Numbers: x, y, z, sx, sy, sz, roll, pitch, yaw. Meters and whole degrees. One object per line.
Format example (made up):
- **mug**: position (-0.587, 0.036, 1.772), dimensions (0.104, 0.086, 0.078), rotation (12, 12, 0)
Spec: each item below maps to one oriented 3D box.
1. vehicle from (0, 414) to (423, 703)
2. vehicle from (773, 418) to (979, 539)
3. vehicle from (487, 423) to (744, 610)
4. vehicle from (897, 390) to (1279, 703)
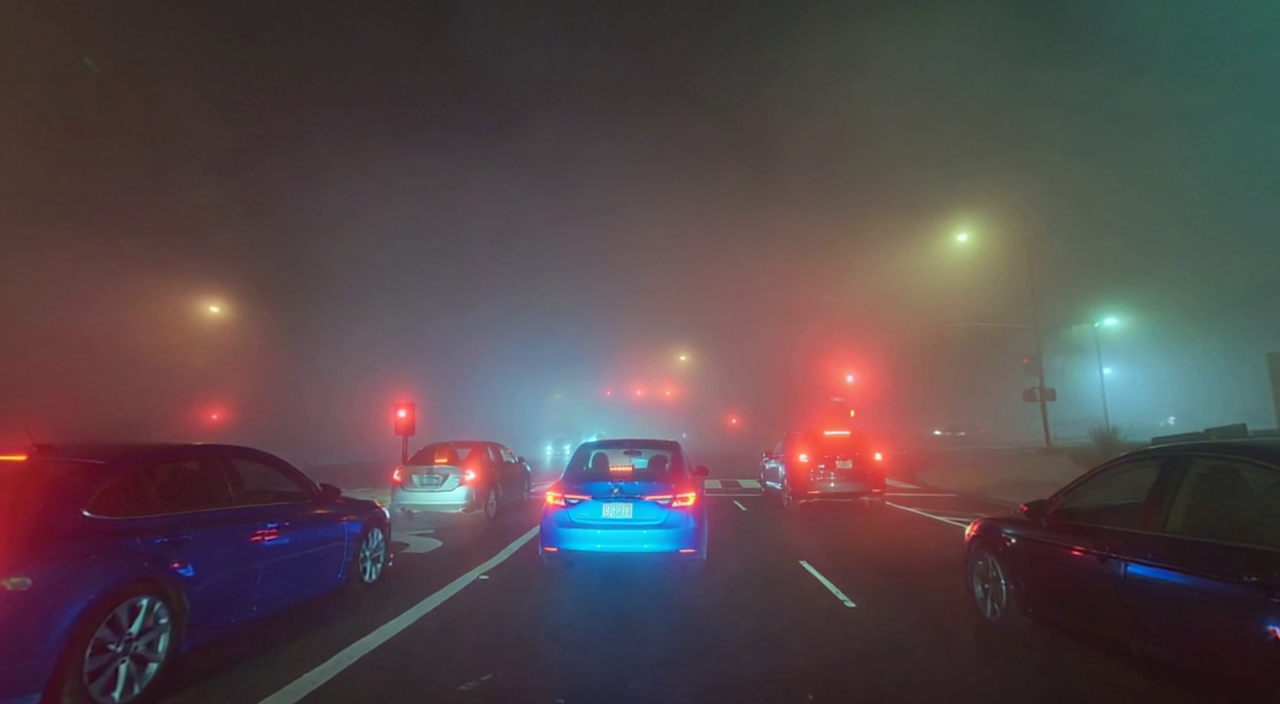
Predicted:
- **vehicle**: position (-3.410, 1.300, 4.726), dimensions (1.980, 1.454, 4.226), rotation (0, -8, 1)
- **vehicle**: position (3.768, 2.093, 11.013), dimensions (2.007, 1.683, 4.171), rotation (0, -8, 1)
- **vehicle**: position (-0.186, 1.622, 7.130), dimensions (2.059, 1.477, 3.988), rotation (0, -8, 0)
- **vehicle**: position (3.435, 1.104, 3.768), dimensions (1.981, 1.499, 4.536), rotation (0, -8, 2)
